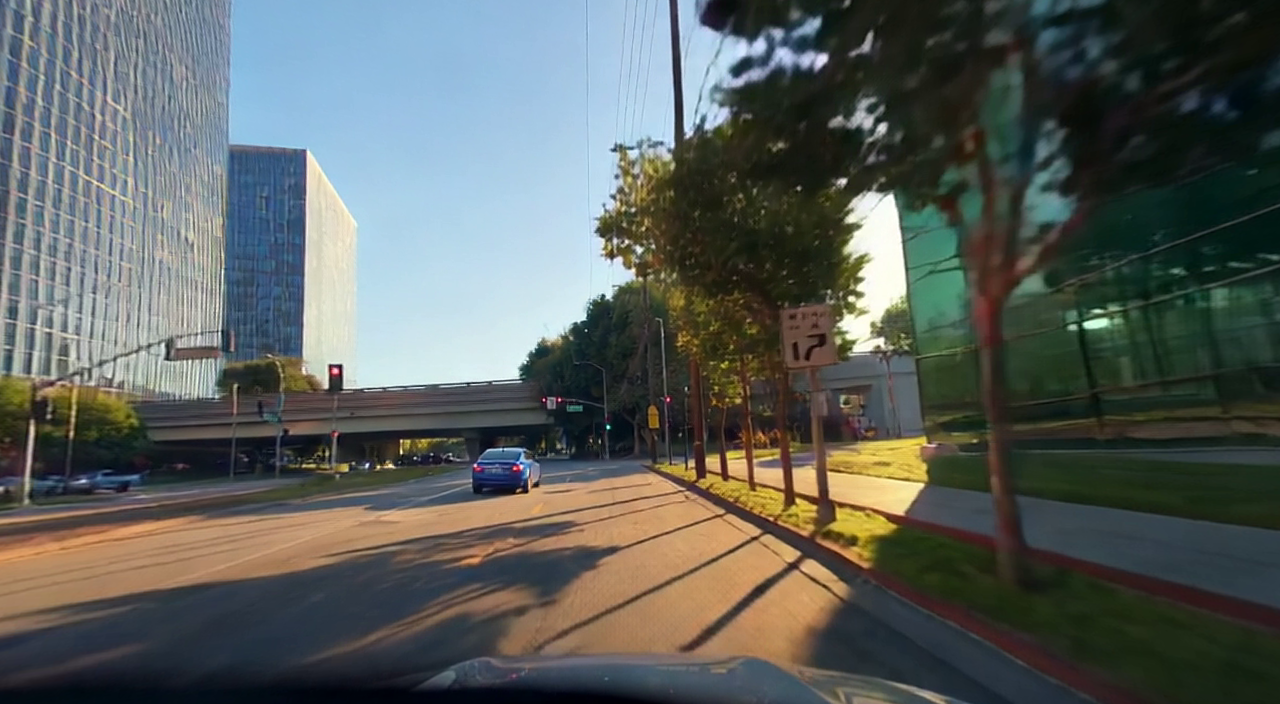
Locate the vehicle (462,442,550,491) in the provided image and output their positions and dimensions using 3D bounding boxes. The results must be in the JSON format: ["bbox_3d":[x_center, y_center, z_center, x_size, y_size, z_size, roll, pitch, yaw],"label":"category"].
[{"bbox_3d":[-4.457,3.867,21.761,2.154,1.465,4.532,-1,-8,-2],"label":"vehicle"}]

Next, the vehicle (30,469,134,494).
[{"bbox_3d":[-37.102,8.623,42.156,4.708,1.466,2.085,1,-9,-9],"label":"vehicle"}]
